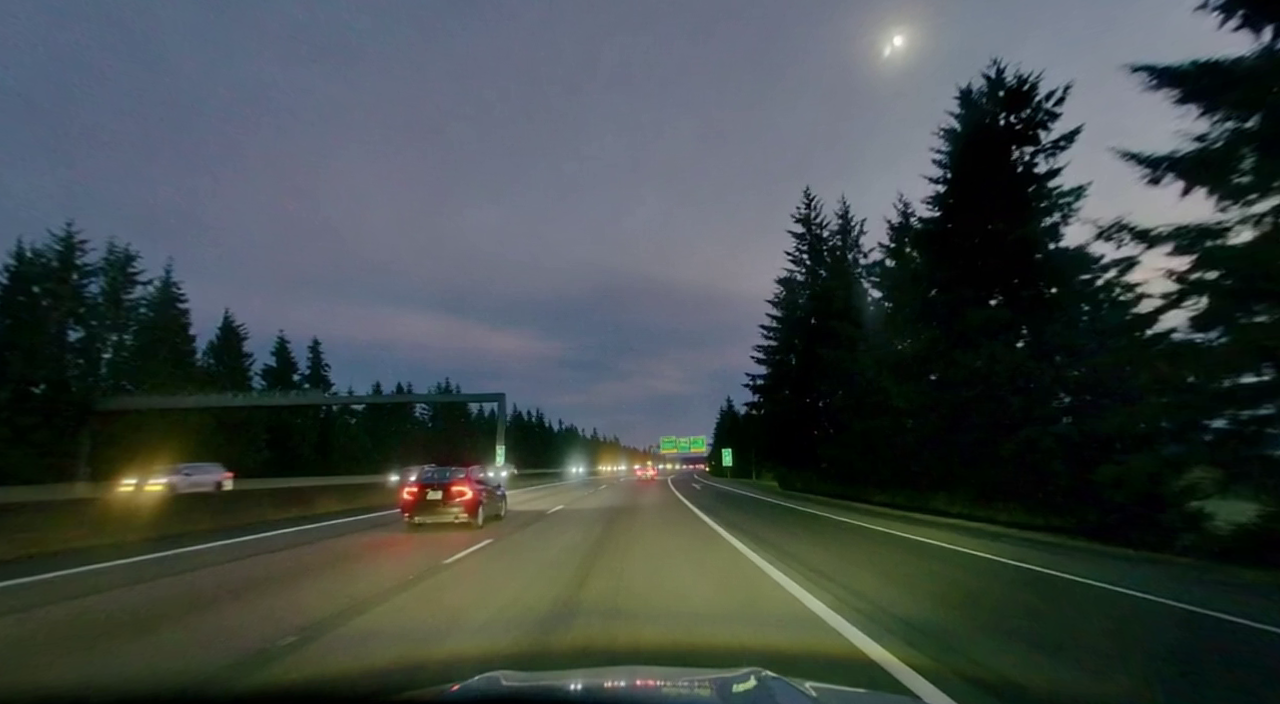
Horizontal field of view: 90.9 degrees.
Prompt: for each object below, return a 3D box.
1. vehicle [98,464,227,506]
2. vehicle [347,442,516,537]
[{"bbox_3d":[-18.381,5.119,24.494,1.801,1.460,3.905,1,-10,2],"label":"vehicle"},{"bbox_3d":[-4.063,2.775,13.083,2.000,1.594,3.996,1,-10,2],"label":"vehicle"}]
